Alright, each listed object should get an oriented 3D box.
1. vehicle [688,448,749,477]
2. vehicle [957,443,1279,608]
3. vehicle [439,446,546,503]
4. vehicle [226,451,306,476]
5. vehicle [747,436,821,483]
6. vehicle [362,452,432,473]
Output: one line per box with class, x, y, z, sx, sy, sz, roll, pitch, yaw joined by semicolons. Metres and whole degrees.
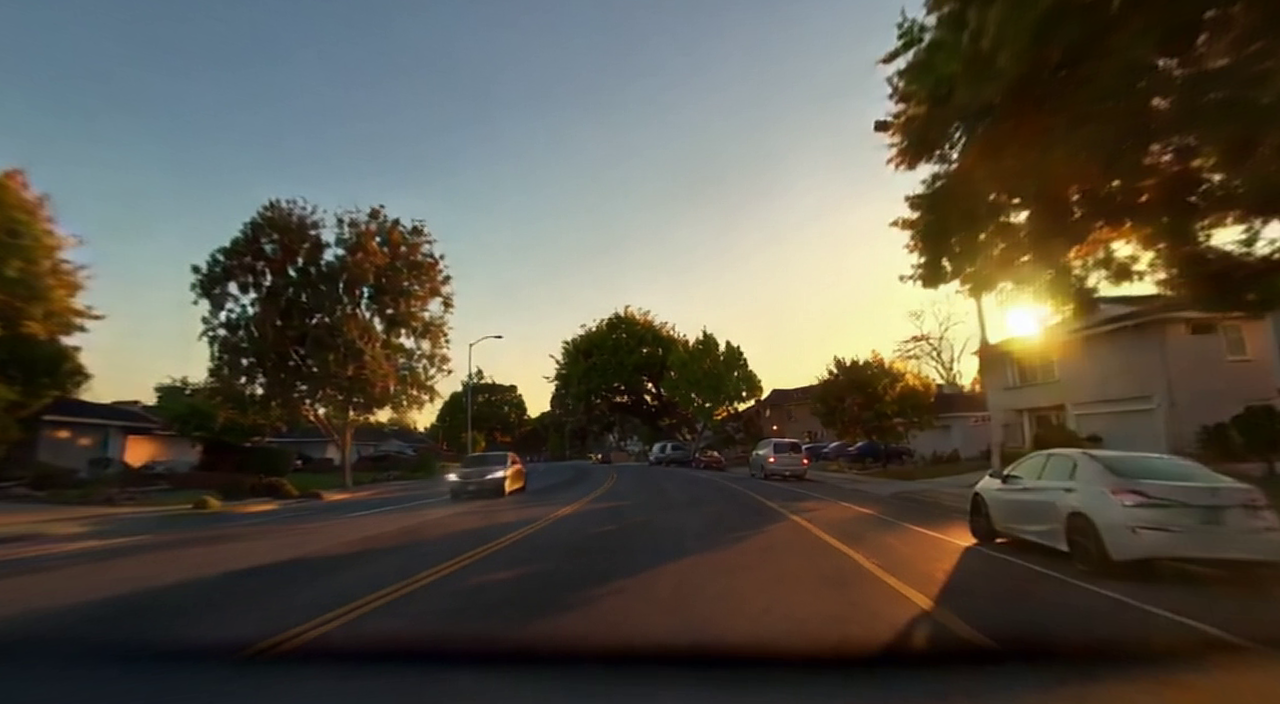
vehicle;5.052;7.191;41.378;2.713;1.671;4.939;1;-8;-9
vehicle;6.133;1.967;8.198;2.080;1.543;4.294;-1;-8;5
vehicle;-4.414;3.717;19.658;2.058;1.551;4.247;-1;-8;4
vehicle;-24.765;7.375;41.950;3.977;1.501;2.143;0;-8;-4
vehicle;6.996;5.272;31.352;2.305;2.111;4.965;0;-8;-2
vehicle;-18.148;8.269;47.318;4.502;1.511;1.939;1;-9;-10
